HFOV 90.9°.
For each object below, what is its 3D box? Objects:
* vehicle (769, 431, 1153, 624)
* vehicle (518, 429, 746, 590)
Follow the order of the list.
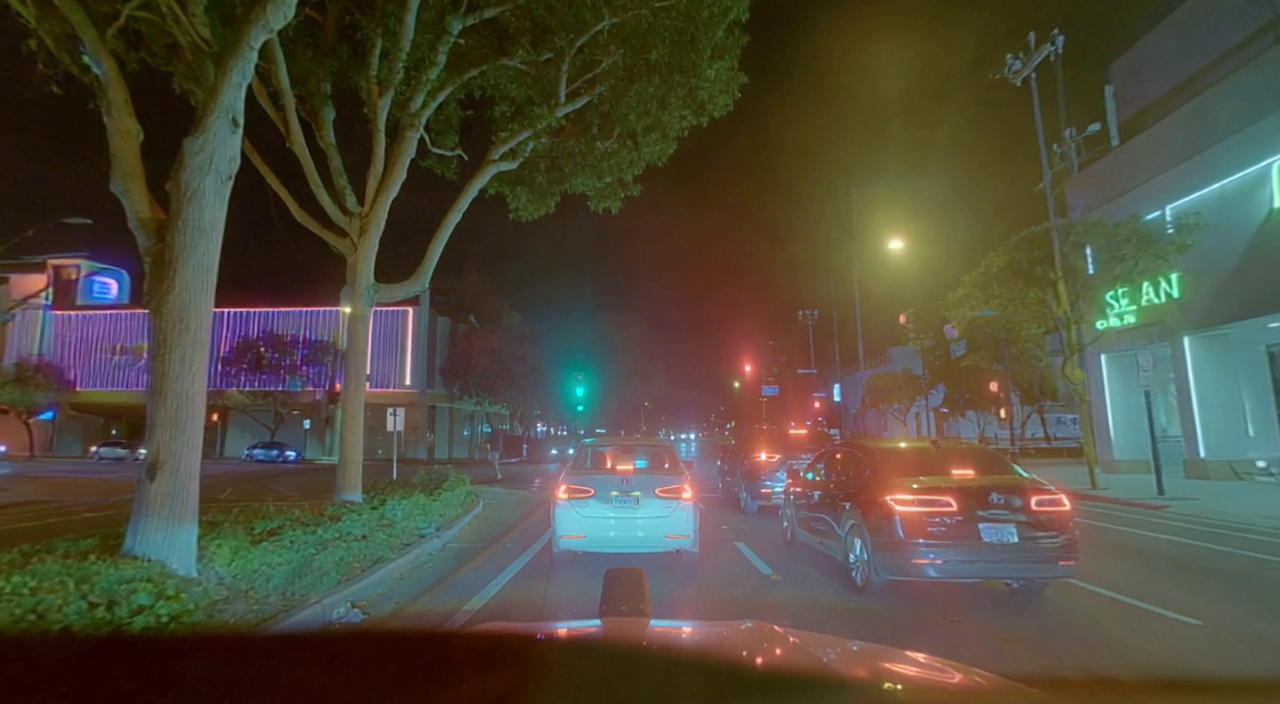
[{"bbox_3d":[2.905,1.654,7.005,1.893,1.446,4.270,0,-8,-2],"label":"vehicle"},{"bbox_3d":[-0.094,1.753,7.925,2.087,1.456,4.143,0,-8,-1],"label":"vehicle"}]
